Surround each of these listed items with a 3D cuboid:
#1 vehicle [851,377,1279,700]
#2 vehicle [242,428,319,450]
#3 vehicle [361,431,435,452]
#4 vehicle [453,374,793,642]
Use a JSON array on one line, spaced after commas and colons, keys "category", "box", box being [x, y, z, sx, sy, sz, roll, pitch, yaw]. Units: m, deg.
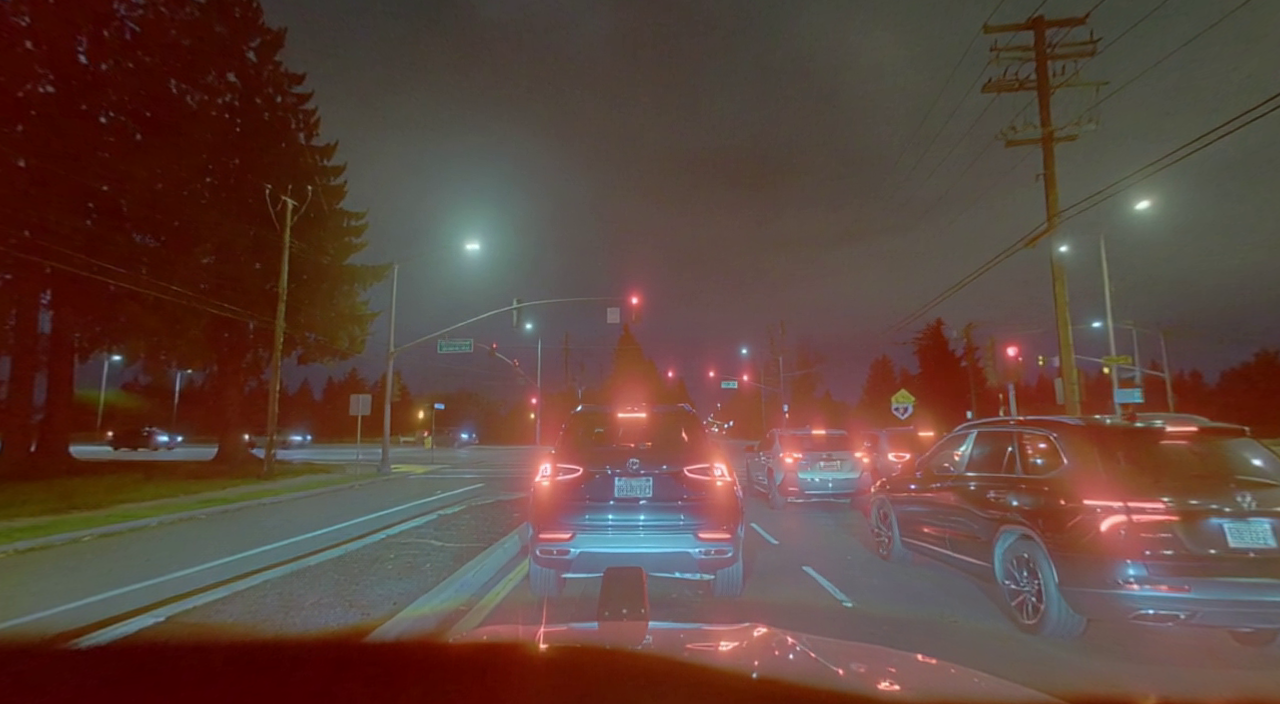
[{"category": "vehicle", "box": [3.560, 1.289, 5.564, 1.948, 1.677, 4.437, 0, -8, 1]}, {"category": "vehicle", "box": [-26.846, 6.534, 47.223, 4.587, 1.639, 1.878, 0, -8, 1]}, {"category": "vehicle", "box": [-17.744, 6.559, 46.371, 4.607, 1.478, 1.995, 0, -8, 0]}, {"category": "vehicle", "box": [-0.164, 1.366, 6.542, 2.271, 1.786, 4.443, 0, -8, -1]}]
